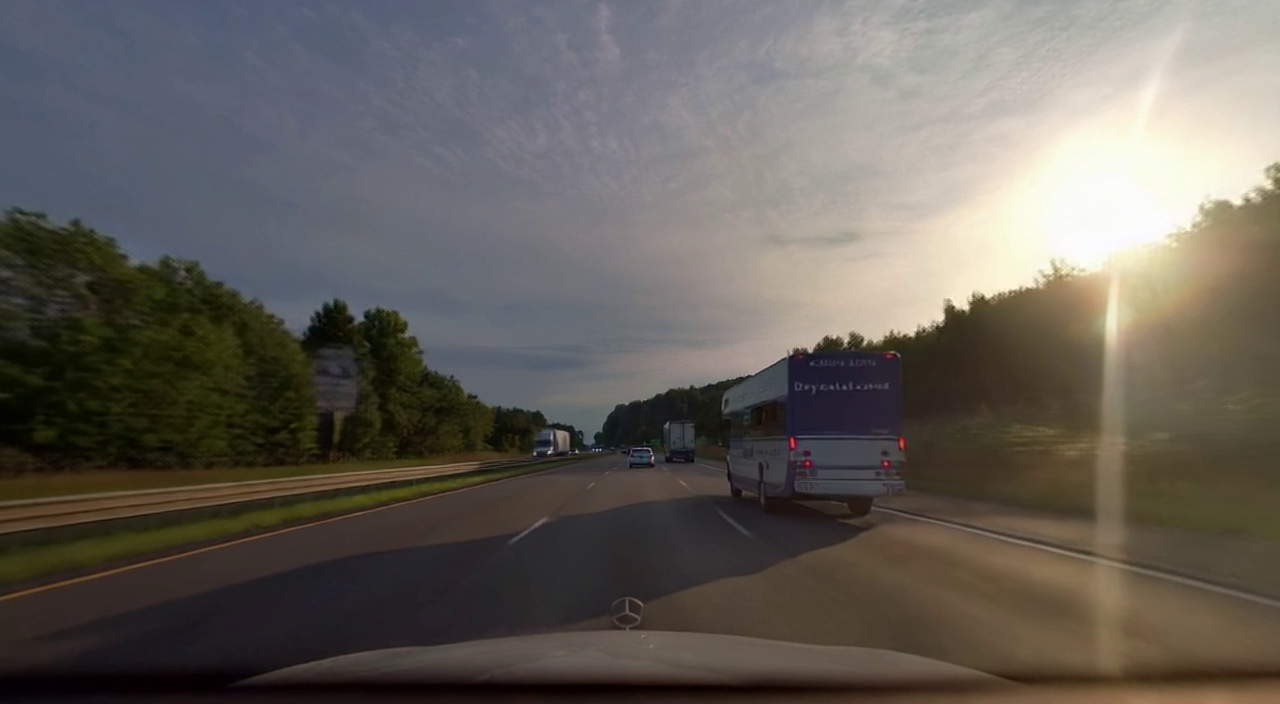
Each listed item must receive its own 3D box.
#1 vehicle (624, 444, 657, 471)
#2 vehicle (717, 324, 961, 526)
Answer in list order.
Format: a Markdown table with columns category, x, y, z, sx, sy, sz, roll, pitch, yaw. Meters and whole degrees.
| category | x | y | z | sx | sy | sz | roll | pitch | yaw |
| --- | --- | --- | --- | --- | --- | --- | --- | --- | --- |
| vehicle | 0.032 | 7.077 | 42.437 | 2.151 | 1.678 | 3.923 | 0 | -9 | 0 |
| vehicle | 3.980 | 1.920 | 15.399 | 2.931 | 3.530 | 8.760 | 0 | -9 | -1 |
